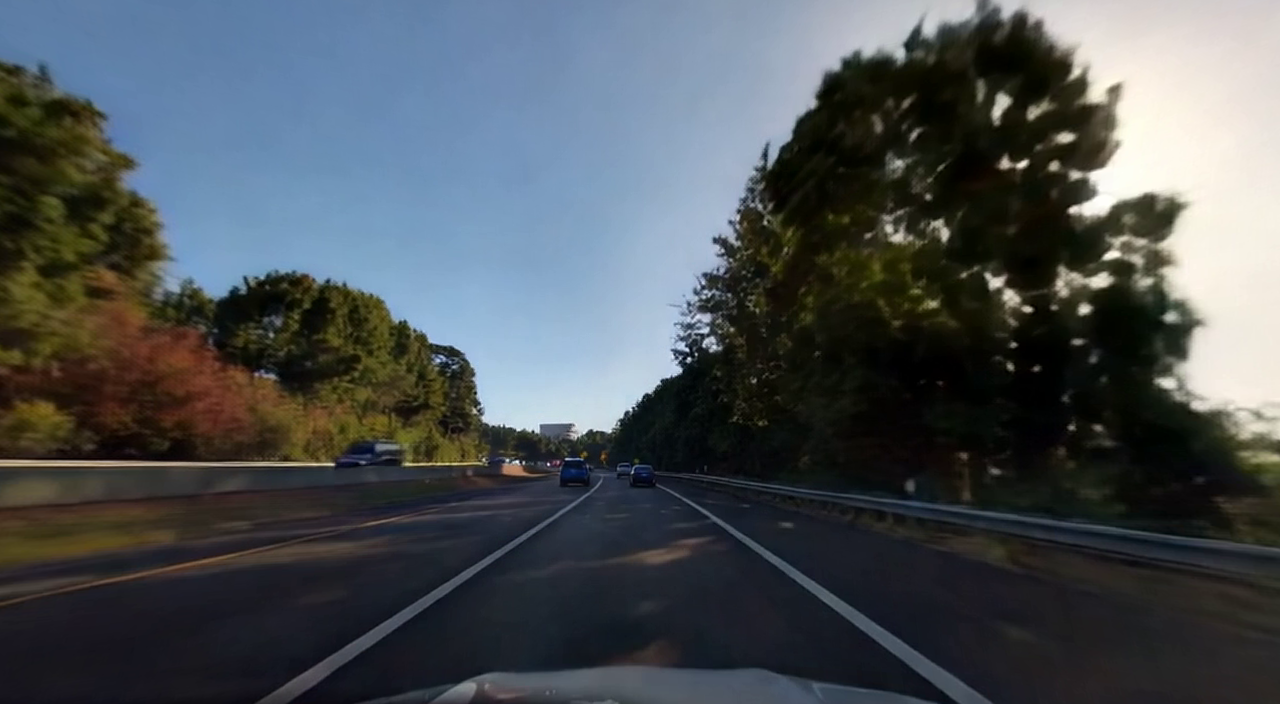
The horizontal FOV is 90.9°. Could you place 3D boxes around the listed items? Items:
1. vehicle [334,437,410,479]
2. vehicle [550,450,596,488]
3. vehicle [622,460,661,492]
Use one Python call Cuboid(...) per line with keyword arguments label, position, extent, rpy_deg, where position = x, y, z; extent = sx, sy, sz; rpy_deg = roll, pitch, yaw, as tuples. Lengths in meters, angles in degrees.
Cuboid(label="vehicle", position=(-17.865, 7.198, 42.477), extent=(2.332, 2.573, 6.387), rpy_deg=(1, -10, -1))
Cuboid(label="vehicle", position=(-3.989, 7.095, 38.262), extent=(2.237, 2.113, 4.815), rpy_deg=(1, -10, 0))
Cuboid(label="vehicle", position=(0.052, 6.460, 32.897), extent=(1.905, 1.559, 3.491), rpy_deg=(1, -10, -1))
